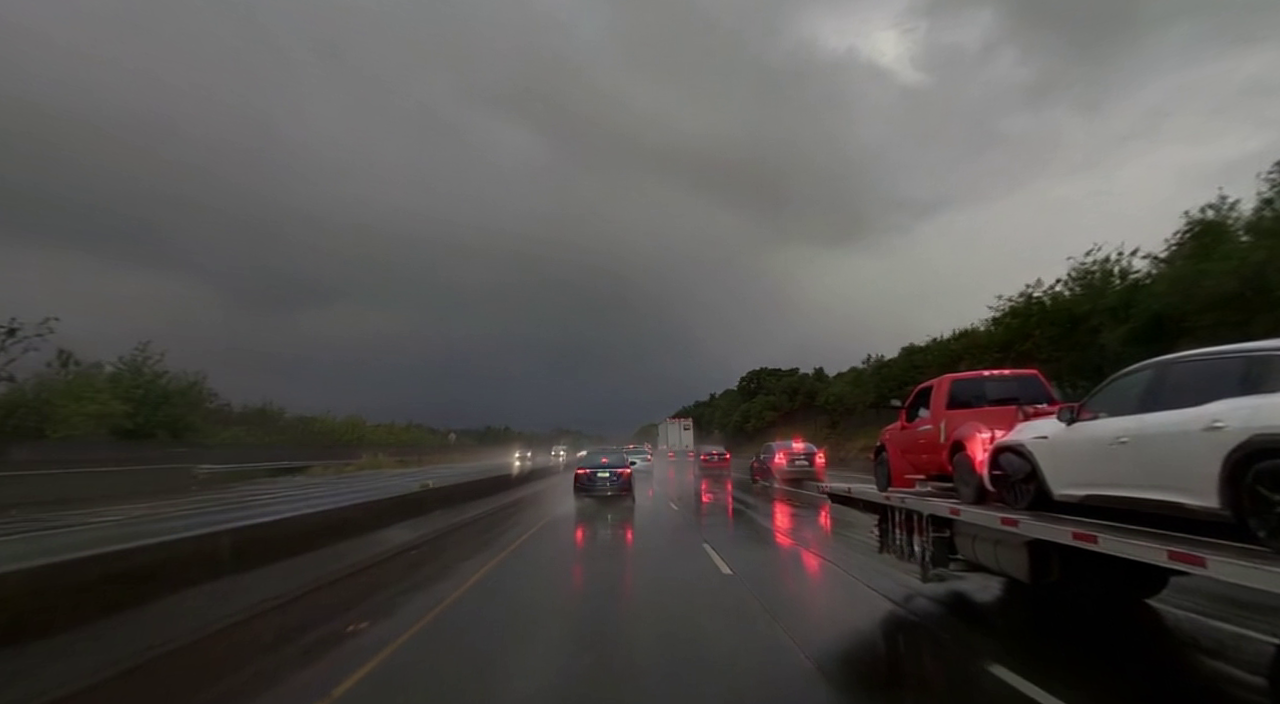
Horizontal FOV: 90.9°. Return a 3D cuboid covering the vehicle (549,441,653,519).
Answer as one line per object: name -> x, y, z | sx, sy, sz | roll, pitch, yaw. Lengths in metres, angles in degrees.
vehicle -> -0.737, 2.761, 14.001 | 1.991, 1.466, 3.675 | 0, -9, 0

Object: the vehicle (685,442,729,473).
vehicle -> 3.680, 5.922, 35.486 | 1.938, 1.660, 4.223 | 0, -9, -1

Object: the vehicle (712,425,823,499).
vehicle -> 3.535, 3.161, 18.297 | 2.303, 1.889, 3.920 | 0, -9, -1

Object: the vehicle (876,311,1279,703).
vehicle -> 3.413, 1.005, 4.095 | 1.959, 1.783, 4.407 | 0, -9, -1
